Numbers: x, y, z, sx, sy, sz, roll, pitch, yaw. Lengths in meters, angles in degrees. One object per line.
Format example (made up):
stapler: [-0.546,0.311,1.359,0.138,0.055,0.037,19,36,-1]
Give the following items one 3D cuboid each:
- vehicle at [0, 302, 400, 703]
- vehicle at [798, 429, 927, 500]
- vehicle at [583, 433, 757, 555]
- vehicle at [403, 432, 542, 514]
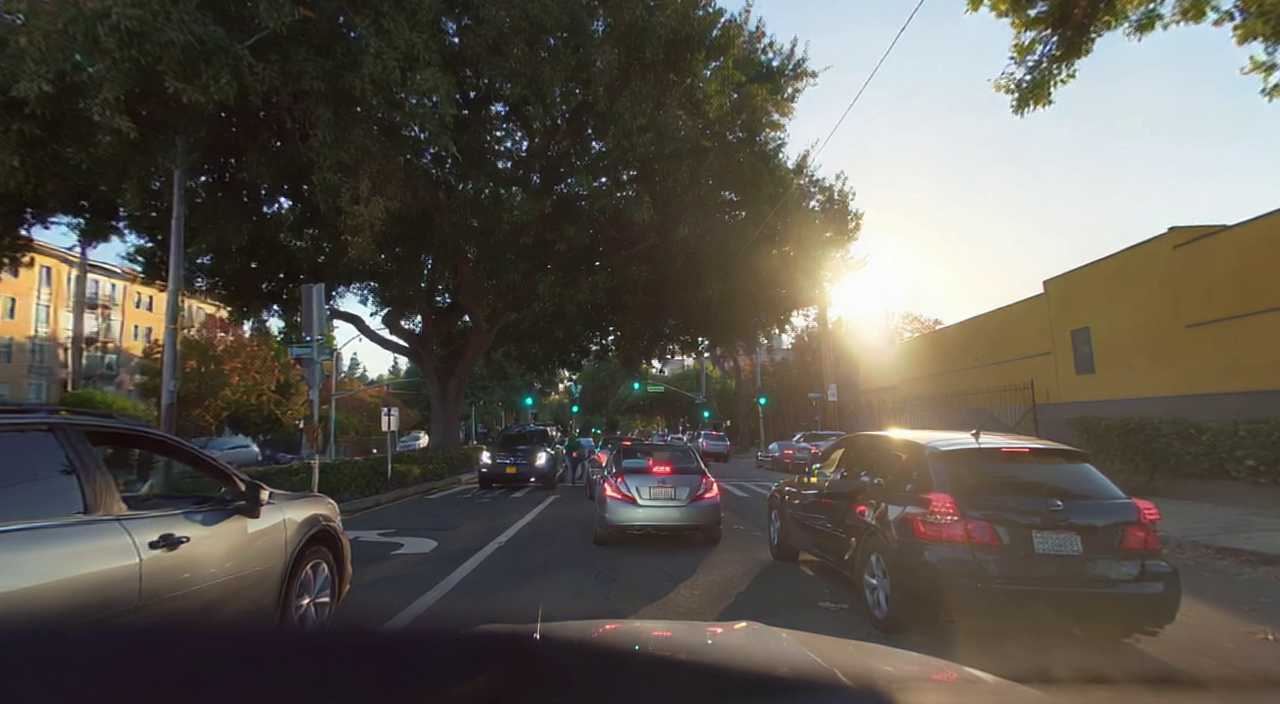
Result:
vehicle: [-3.270,0.927,3.380,2.152,1.802,4.628,0,-9,0]
vehicle: [6.341,3.248,18.686,2.025,1.808,4.579,0,-9,-2]
vehicle: [0.273,1.995,9.578,2.095,1.438,3.843,0,-9,-3]
vehicle: [-3.511,2.625,14.232,1.901,1.522,4.556,0,-9,0]
